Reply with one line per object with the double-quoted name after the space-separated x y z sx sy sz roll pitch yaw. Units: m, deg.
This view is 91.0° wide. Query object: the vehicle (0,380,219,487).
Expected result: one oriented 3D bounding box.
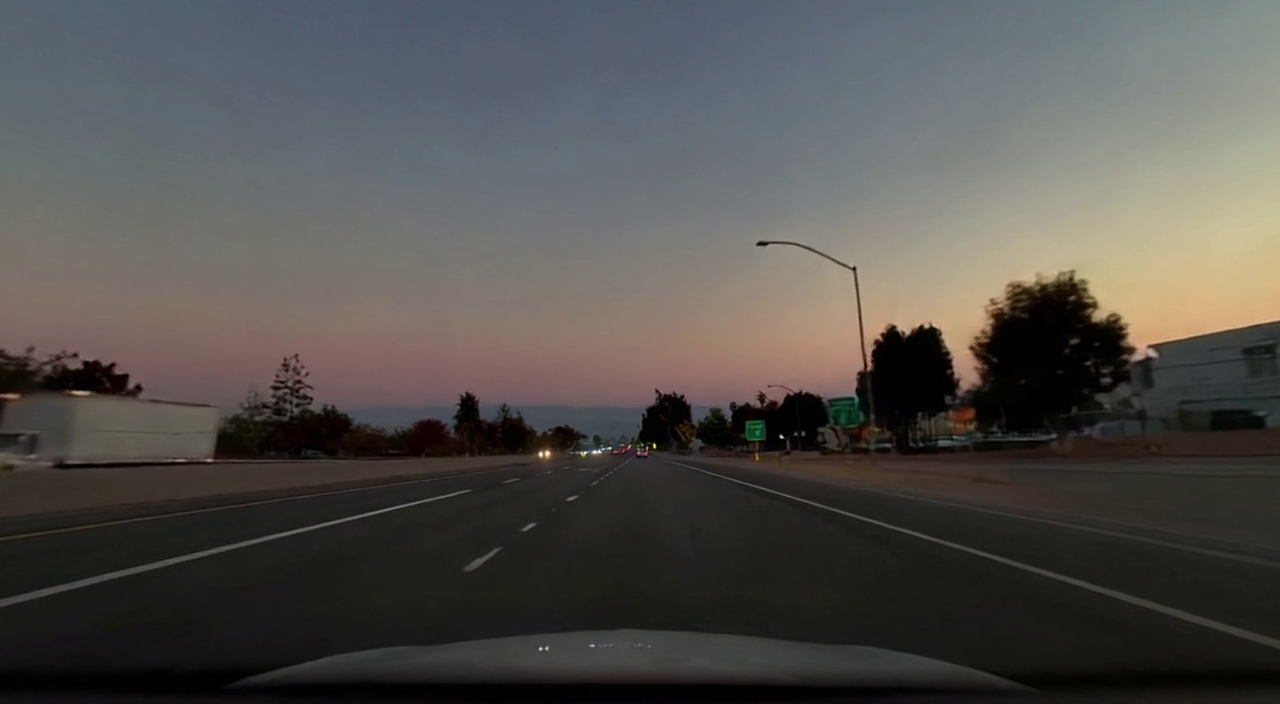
-24.491 3.837 28.642 3.036 3.902 11.182 0 -9 -1 "vehicle"
